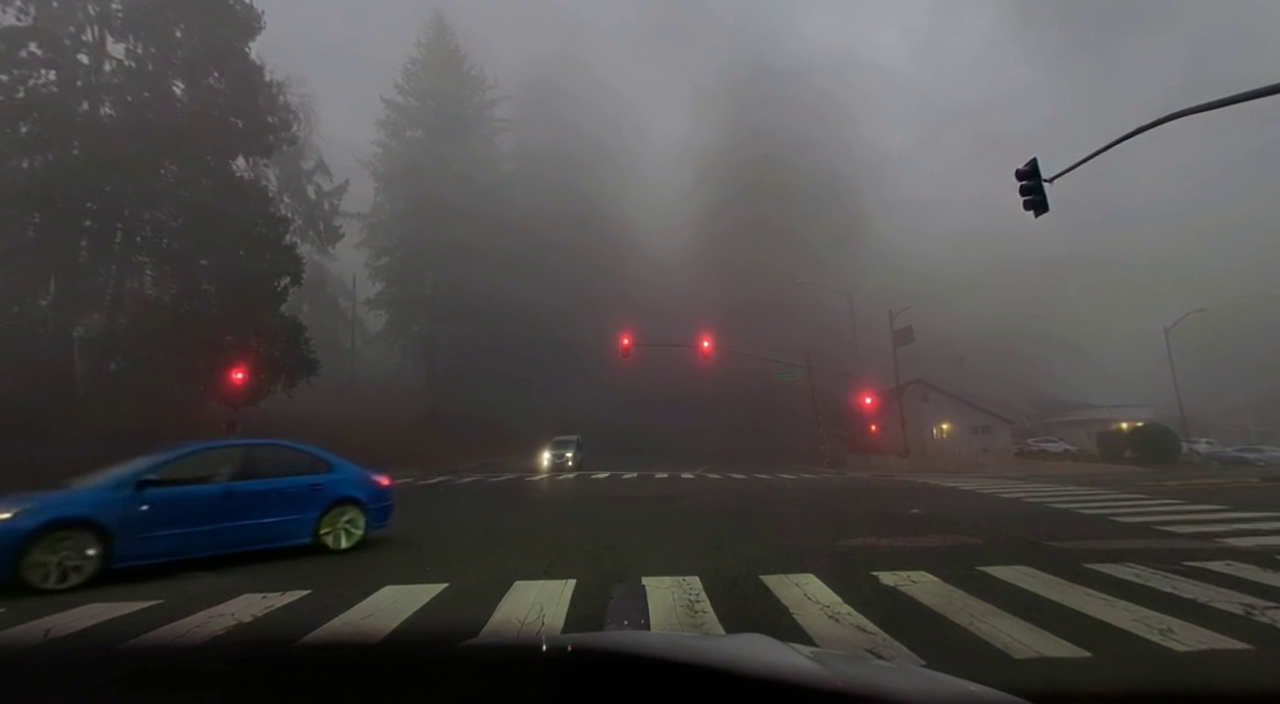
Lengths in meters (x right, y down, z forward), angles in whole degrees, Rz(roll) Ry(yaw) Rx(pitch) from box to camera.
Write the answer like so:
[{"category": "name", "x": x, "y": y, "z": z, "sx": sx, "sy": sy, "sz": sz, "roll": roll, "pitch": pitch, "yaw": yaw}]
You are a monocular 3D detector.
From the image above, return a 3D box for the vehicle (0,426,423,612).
[{"category": "vehicle", "x": -5.040, "y": 1.728, "z": 7.534, "sx": 1.877, "sy": 1.523, "sz": 4.377, "roll": -5, "pitch": -10, "yaw": 31}]

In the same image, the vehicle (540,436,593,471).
[{"category": "vehicle", "x": -3.661, "y": 5.167, "z": 32.241, "sx": 2.140, "sy": 1.638, "sz": 4.259, "roll": 0, "pitch": -8, "yaw": 0}]

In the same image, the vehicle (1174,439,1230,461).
[{"category": "vehicle", "x": 42.835, "y": 7.459, "z": 48.008, "sx": 4.133, "sy": 1.561, "sz": 1.824, "roll": 5, "pitch": -10, "yaw": -29}]
